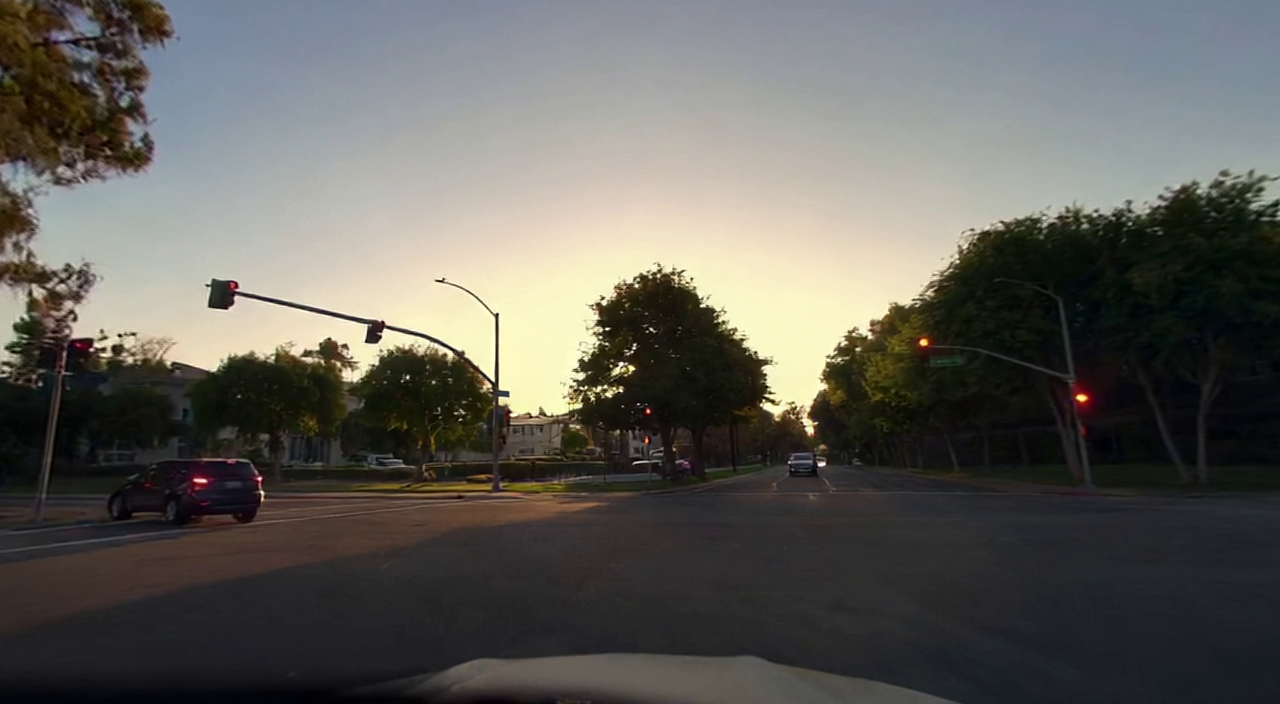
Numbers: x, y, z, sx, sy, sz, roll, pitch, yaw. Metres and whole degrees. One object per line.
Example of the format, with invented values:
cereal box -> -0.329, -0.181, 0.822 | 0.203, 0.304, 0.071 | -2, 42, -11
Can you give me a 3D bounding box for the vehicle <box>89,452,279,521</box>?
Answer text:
vehicle -> -12.004, 3.444, 16.679 | 4.247, 1.591, 2.093 | -4, -9, 24
